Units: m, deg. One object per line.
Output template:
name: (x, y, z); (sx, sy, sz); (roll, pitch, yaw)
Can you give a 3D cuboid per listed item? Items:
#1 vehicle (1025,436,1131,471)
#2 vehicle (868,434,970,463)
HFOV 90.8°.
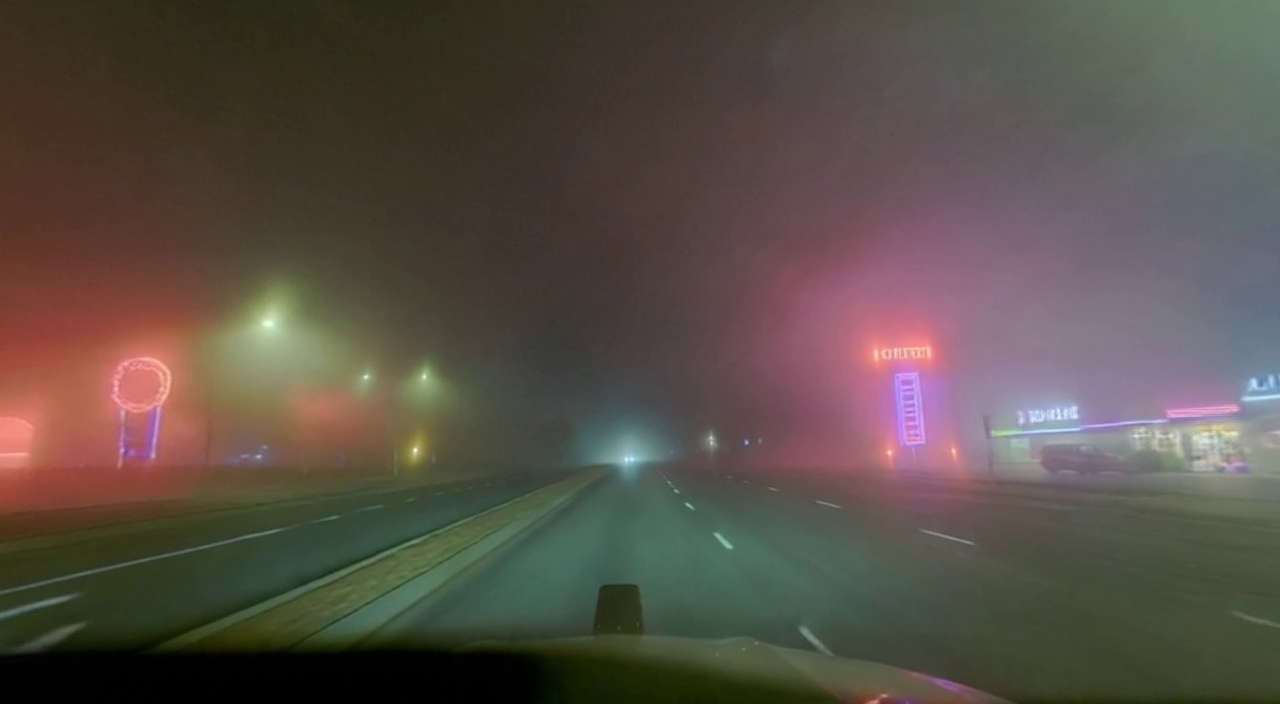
vehicle: (20.467, 4.754, 29.650); (3.576, 1.443, 1.822); (-2, -8, -2)
vehicle: (21.480, 7.449, 48.822); (6.489, 2.179, 2.882); (0, -8, -2)
